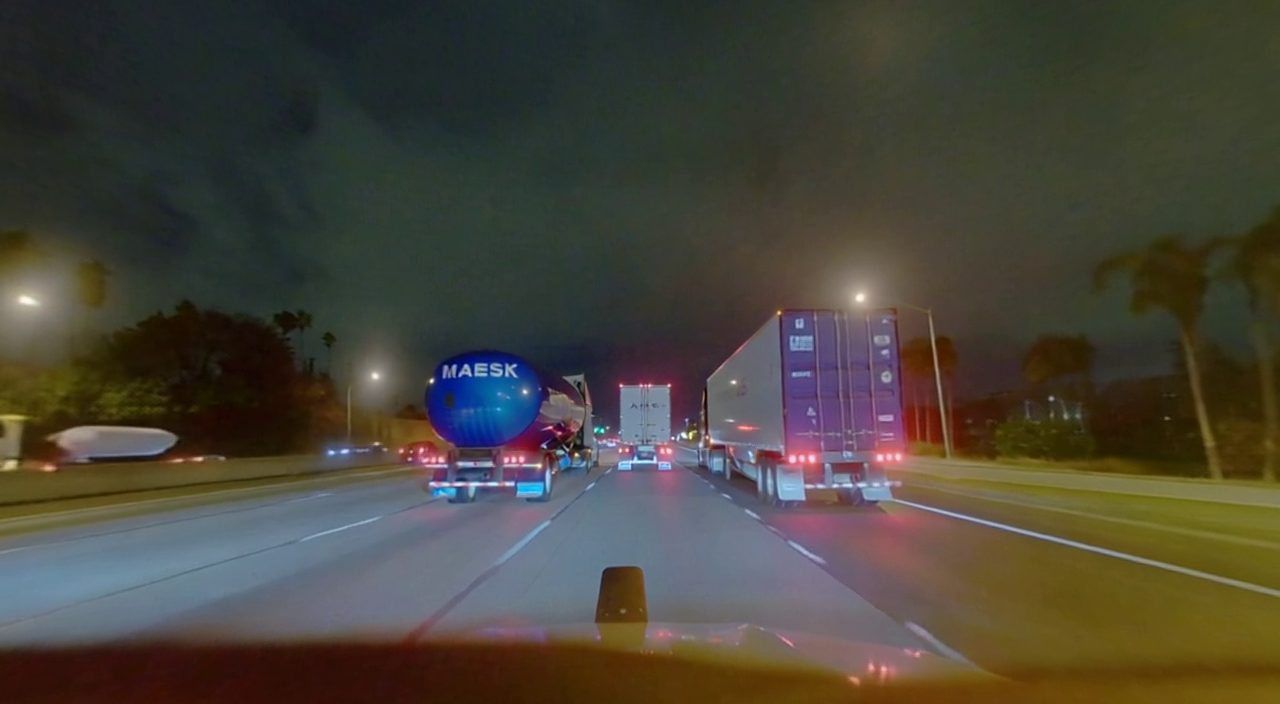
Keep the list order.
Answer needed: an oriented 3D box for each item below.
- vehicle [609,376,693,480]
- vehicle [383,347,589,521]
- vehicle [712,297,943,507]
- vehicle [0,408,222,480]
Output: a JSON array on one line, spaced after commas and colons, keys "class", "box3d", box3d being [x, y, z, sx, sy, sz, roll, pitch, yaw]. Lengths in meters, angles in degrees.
[{"class": "vehicle", "box3d": [0.519, 4.104, 32.632, 3.097, 3.856, 18.209, 0, -8, 1]}, {"class": "vehicle", "box3d": [-3.308, 2.298, 17.336, 2.786, 3.228, 11.082, 0, -8, 0]}, {"class": "vehicle", "box3d": [4.486, 1.984, 19.746, 2.887, 4.178, 14.553, 0, -8, 0]}, {"class": "vehicle", "box3d": [-34.908, 6.091, 41.941, 3.026, 3.801, 16.315, 0, -8, 0]}]
